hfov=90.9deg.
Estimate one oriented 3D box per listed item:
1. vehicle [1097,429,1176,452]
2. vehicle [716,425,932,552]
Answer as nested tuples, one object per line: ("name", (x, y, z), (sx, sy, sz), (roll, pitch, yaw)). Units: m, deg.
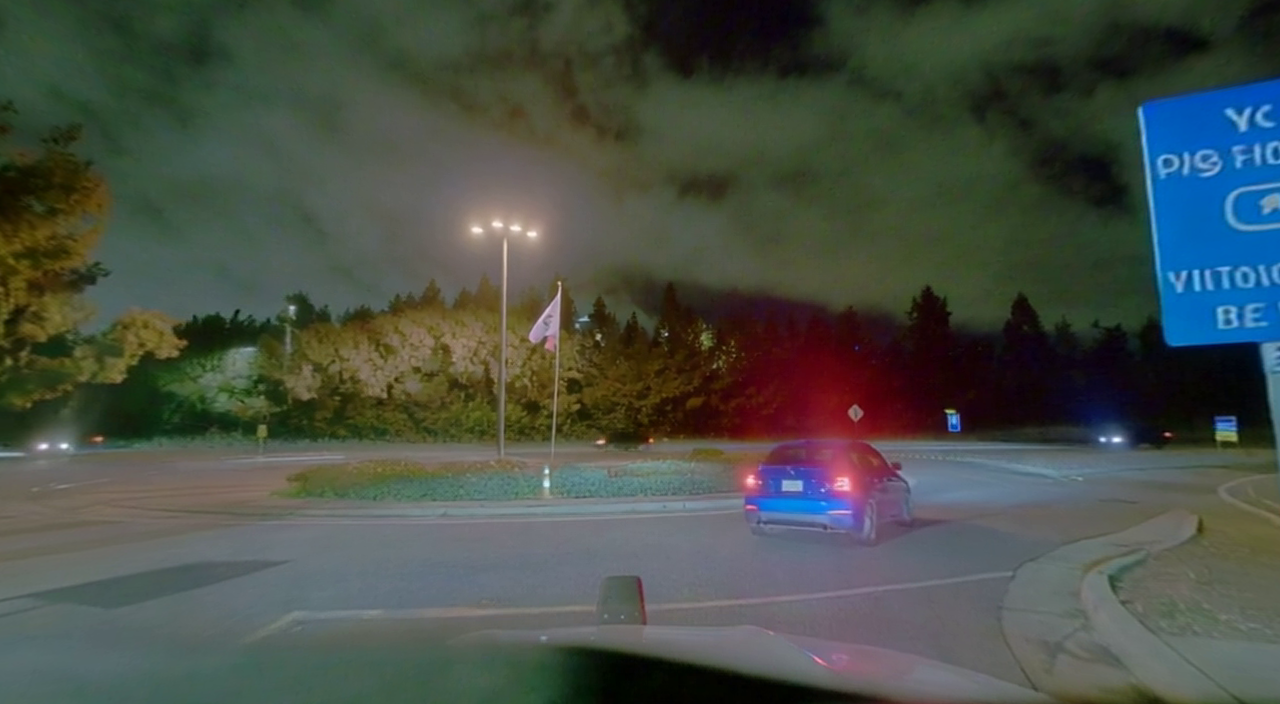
("vehicle", (36.612, 6.549, 46.554), (4.045, 1.569, 1.781), (-2, -9, 9))
("vehicle", (3.158, 2.090, 10.296), (2.078, 1.607, 4.010), (-7, -11, 36))
